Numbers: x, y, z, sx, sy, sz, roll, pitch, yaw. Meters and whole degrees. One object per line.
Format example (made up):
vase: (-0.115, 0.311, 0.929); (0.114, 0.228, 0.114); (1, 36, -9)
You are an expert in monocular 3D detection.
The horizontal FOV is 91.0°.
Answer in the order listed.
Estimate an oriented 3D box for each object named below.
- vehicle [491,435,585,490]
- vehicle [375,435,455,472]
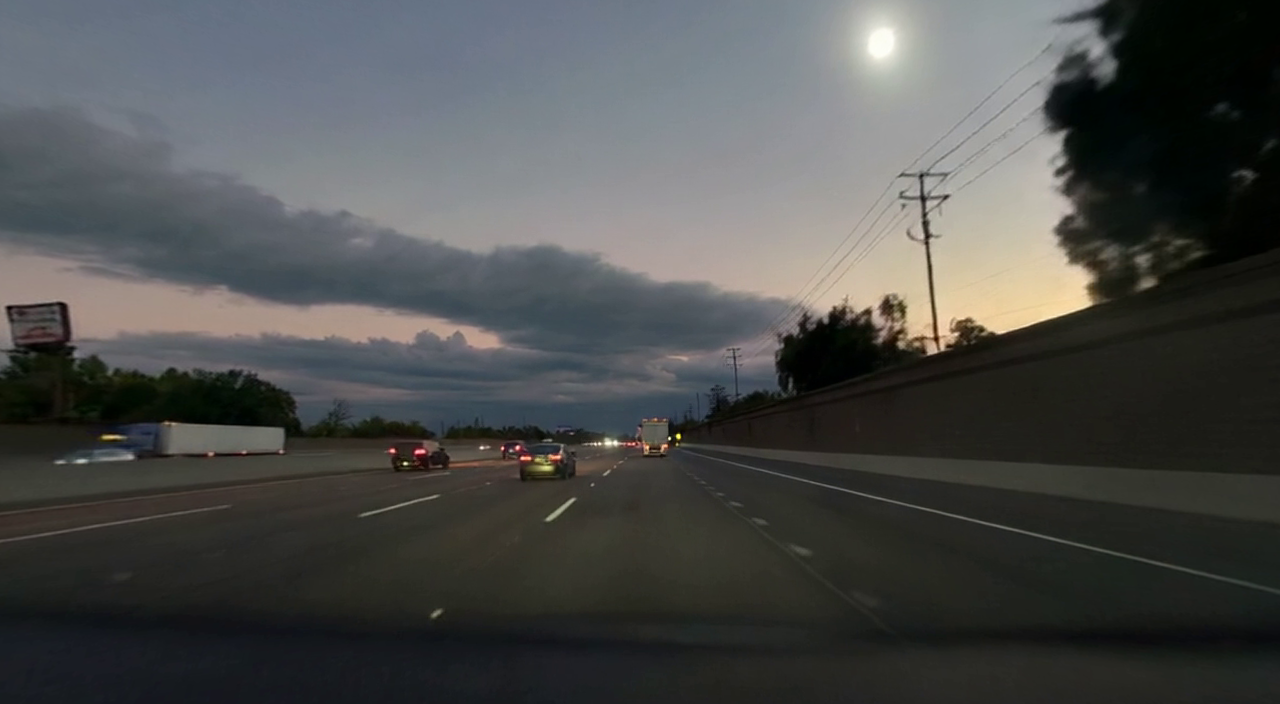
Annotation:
vehicle: (-3.085, 3.486, 20.189); (2.045, 1.532, 4.954); (0, -9, 1)
vehicle: (-10.740, 4.904, 30.482); (2.058, 1.621, 4.739); (0, -9, 1)
